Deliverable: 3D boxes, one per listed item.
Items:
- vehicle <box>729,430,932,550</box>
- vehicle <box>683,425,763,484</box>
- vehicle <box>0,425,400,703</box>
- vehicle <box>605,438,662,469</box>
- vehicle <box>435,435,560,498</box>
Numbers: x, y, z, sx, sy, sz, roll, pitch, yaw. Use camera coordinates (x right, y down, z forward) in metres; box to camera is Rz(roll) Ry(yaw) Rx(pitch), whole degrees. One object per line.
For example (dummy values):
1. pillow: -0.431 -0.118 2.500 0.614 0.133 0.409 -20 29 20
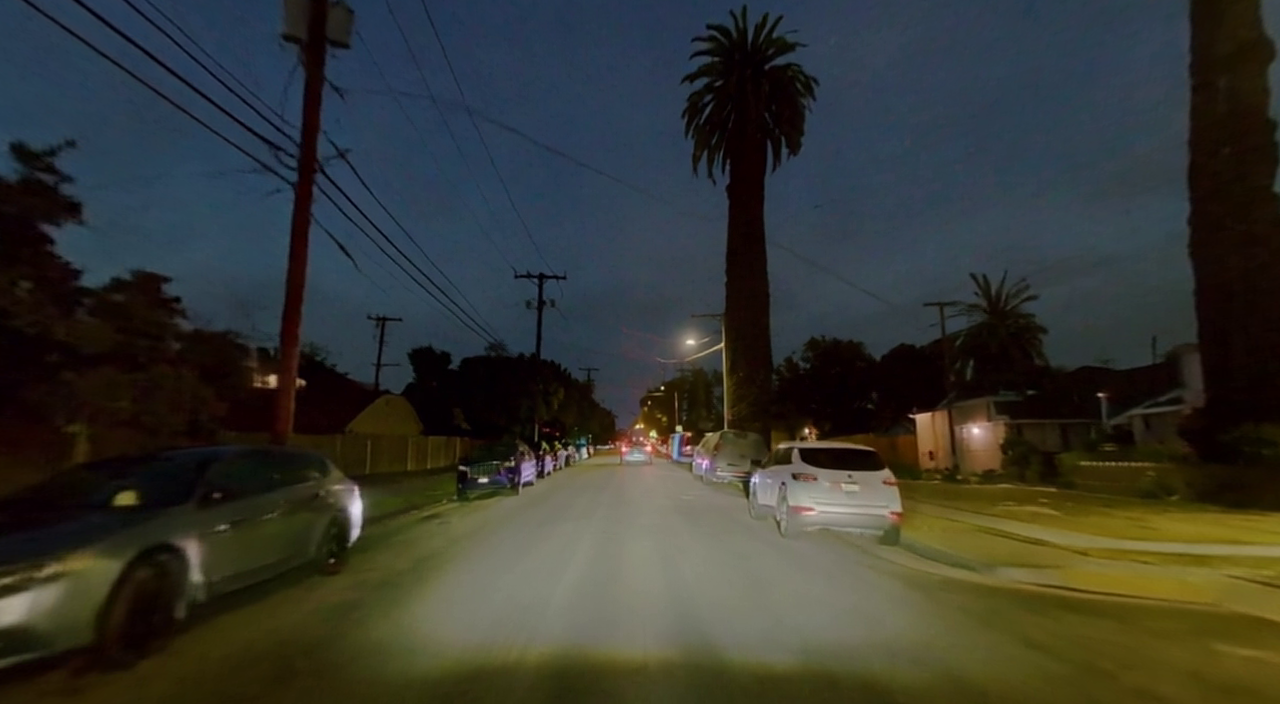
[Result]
1. vehicle: 2.937 2.231 11.017 2.060 1.614 4.652 0 -8 0
2. vehicle: 3.005 3.903 24.258 2.292 1.981 5.277 0 -8 -1
3. vehicle: -4.156 1.546 5.948 1.769 1.551 5.040 0 -8 0
4. vehicle: -0.432 5.299 33.297 2.081 1.483 4.599 2 -8 -12
5. vehicle: -3.924 3.258 18.551 2.130 1.543 5.386 0 -8 3
